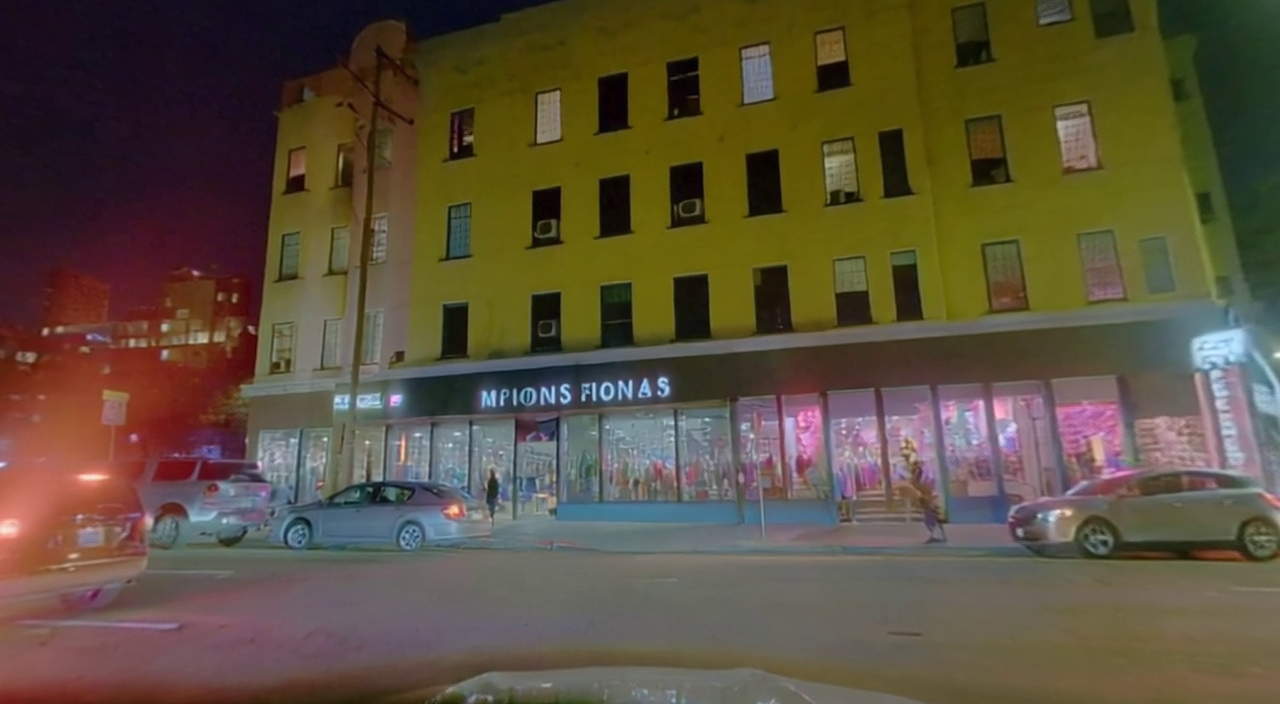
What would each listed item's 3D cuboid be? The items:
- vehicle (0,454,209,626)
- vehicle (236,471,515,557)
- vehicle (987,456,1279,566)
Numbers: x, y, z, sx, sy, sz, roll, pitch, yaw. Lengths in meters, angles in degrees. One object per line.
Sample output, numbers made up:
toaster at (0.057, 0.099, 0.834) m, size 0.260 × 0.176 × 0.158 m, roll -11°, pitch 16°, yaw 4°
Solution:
vehicle at (-7.498, 1.885, 7.025) m, size 4.330 × 1.458 × 1.932 m, roll -2°, pitch -8°, yaw 13°
vehicle at (-5.140, 3.154, 12.627) m, size 4.830 × 1.421 × 1.826 m, roll -1°, pitch -8°, yaw 8°
vehicle at (8.963, 2.735, 11.229) m, size 4.410 × 1.687 × 1.834 m, roll -1°, pitch -8°, yaw 6°
